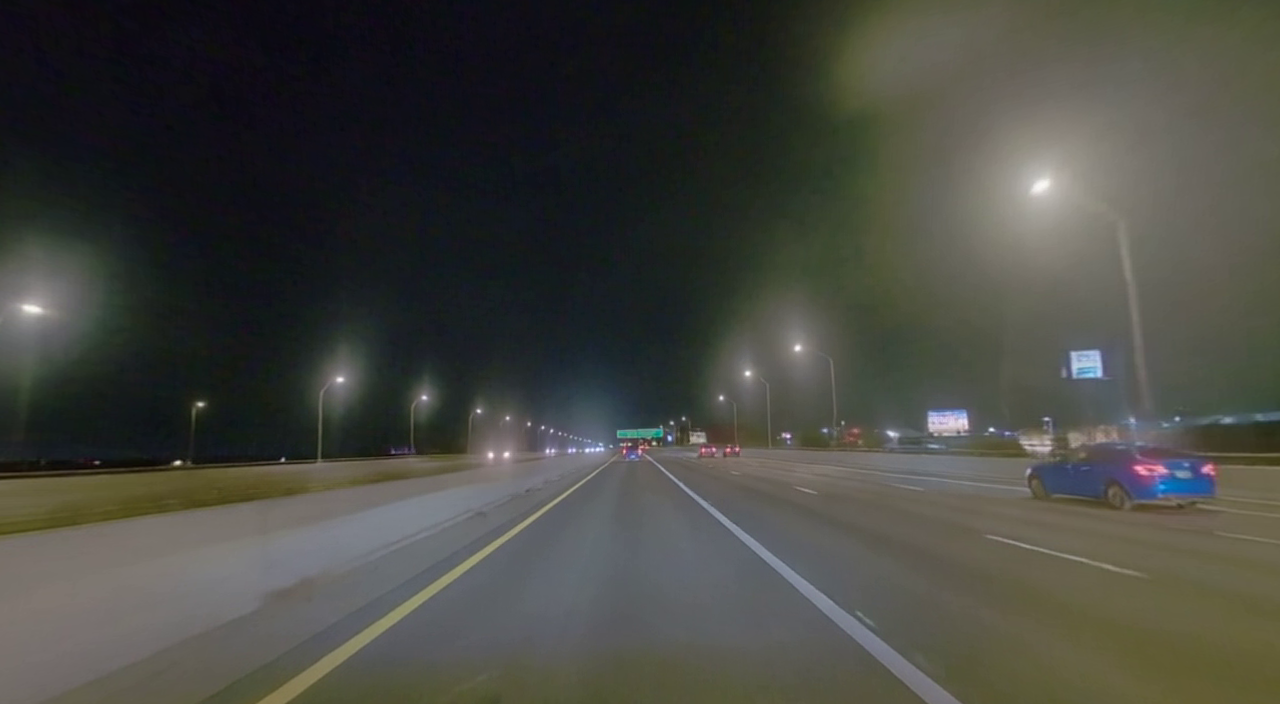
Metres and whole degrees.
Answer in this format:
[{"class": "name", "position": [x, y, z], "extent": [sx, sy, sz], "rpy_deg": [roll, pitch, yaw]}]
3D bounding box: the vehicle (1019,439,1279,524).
[{"class": "vehicle", "position": [10.759, 2.649, 13.692], "extent": [2.024, 1.481, 4.747], "rpy_deg": [1, -8, -2]}]

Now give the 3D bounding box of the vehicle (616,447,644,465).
[{"class": "vehicle", "position": [-0.695, 7.812, 47.722], "extent": [2.004, 1.259, 3.781], "rpy_deg": [0, -8, 0]}]
